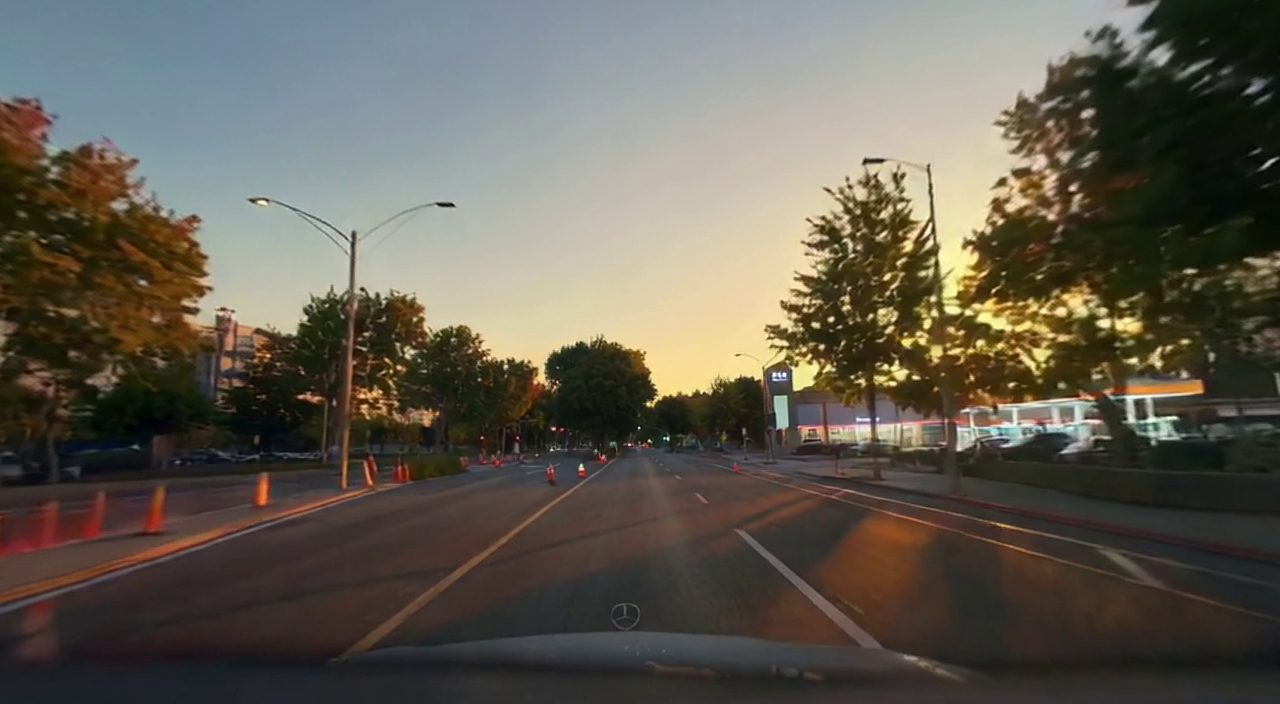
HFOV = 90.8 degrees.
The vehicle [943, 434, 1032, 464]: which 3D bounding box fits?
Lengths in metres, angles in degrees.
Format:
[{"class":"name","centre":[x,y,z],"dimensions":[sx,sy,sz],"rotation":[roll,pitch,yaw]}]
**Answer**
[{"class":"vehicle","centre":[17.926,5.049,32.921],"dimensions":[1.912,1.452,4.796],"rotation":[0,-8,0]}]

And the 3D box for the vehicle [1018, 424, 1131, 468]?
[{"class":"vehicle","centre":[22.978,4.946,33.740],"dimensions":[2.094,1.937,5.262],"rotation":[-3,-5,-2]}]
